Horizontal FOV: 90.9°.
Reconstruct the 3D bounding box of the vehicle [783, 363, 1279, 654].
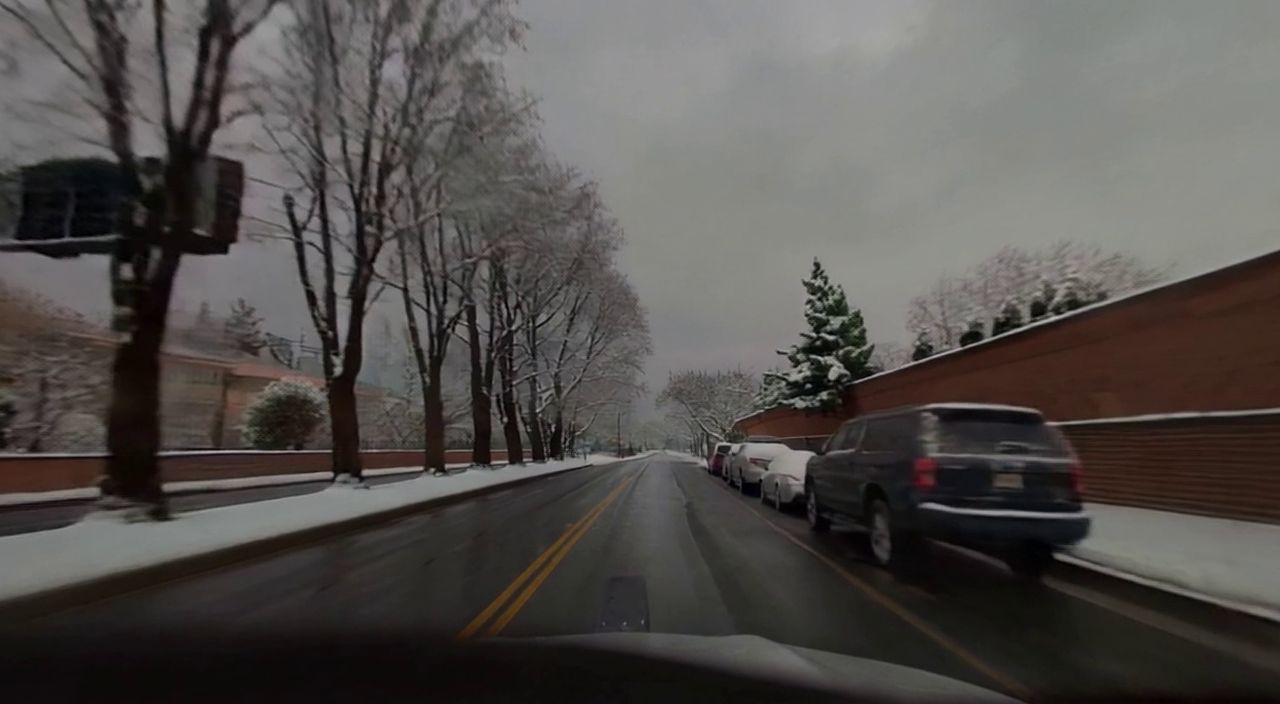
[{"bbox_3d":[3.599,1.539,7.518,2.518,1.943,6.415,0,-9,2],"label":"vehicle"}]
